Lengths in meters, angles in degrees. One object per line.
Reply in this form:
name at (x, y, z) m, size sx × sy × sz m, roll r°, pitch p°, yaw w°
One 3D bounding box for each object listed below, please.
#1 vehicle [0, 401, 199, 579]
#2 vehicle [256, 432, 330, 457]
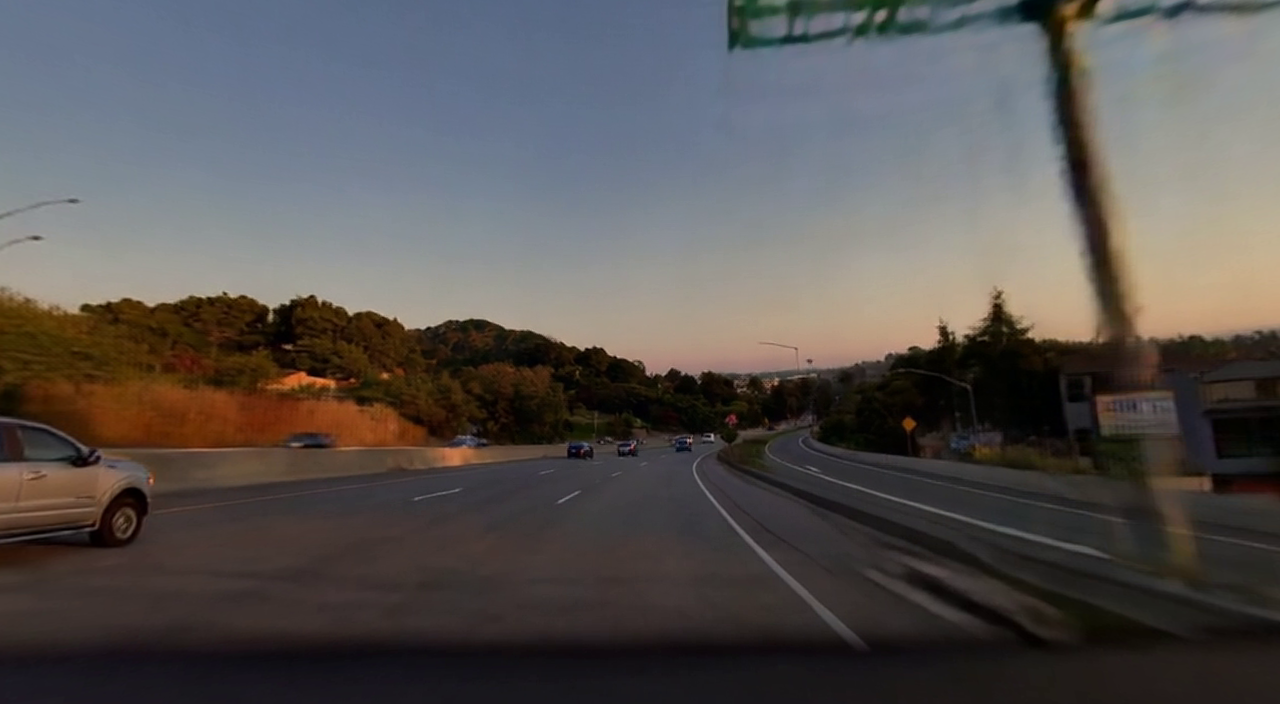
vehicle at (-6.891, 1.264, 5.863) m, size 1.923 × 1.630 × 4.857 m, roll 1°, pitch -9°, yaw 2°
vehicle at (-21.776, 5.880, 39.807) m, size 1.830 × 1.440 × 4.476 m, roll 0°, pitch -10°, yaw 5°
